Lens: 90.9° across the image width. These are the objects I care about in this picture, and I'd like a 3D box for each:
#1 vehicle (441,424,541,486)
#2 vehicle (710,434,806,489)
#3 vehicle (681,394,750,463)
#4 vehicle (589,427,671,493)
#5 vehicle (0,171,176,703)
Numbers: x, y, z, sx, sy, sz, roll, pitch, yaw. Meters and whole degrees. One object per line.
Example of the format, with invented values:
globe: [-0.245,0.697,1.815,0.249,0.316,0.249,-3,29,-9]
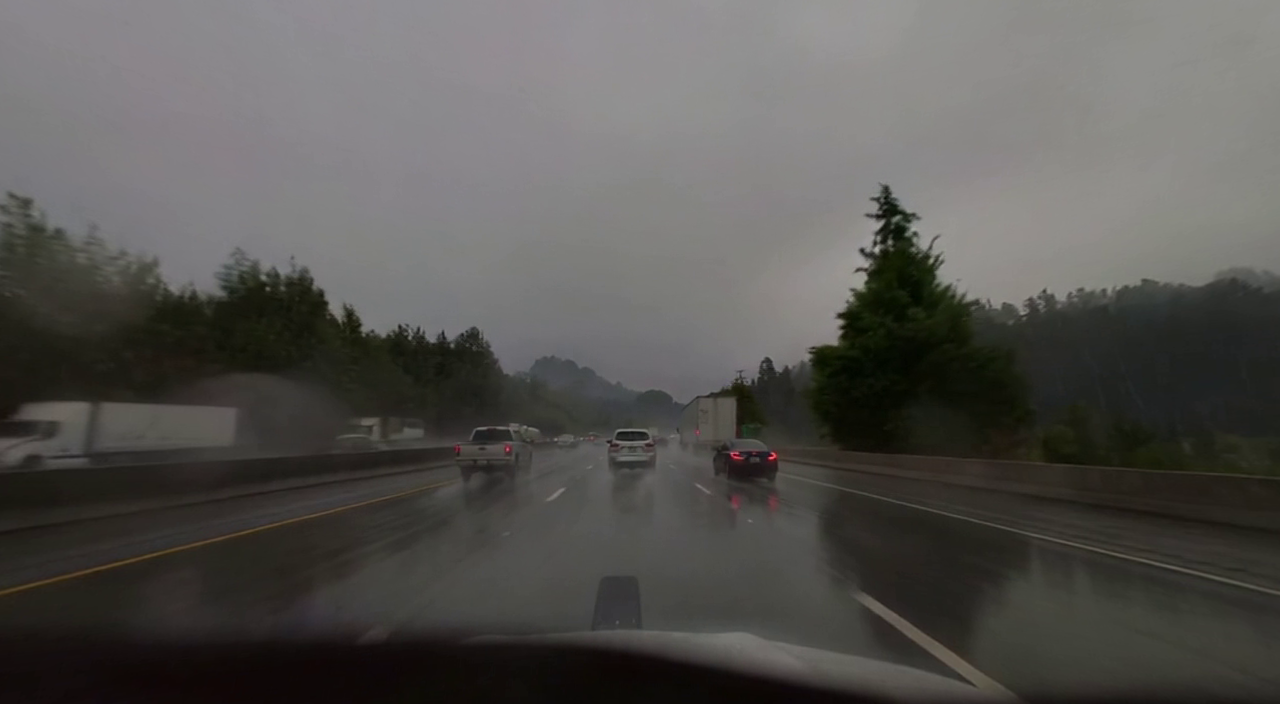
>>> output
vehicle: [-4.677,3.274,20.527,2.101,1.767,4.702,0,-8,0]
vehicle: [3.409,3.233,19.014,1.951,1.477,3.963,0,-8,-3]
vehicle: [5.005,5.562,45.005,2.888,4.135,14.071,0,-8,-1]
vehicle: [-0.317,3.006,17.979,2.083,1.647,3.799,0,-8,-2]
vehicle: [-4.143,0.159,0.662,2.576,2.517,6.208,0,-8,-1]
